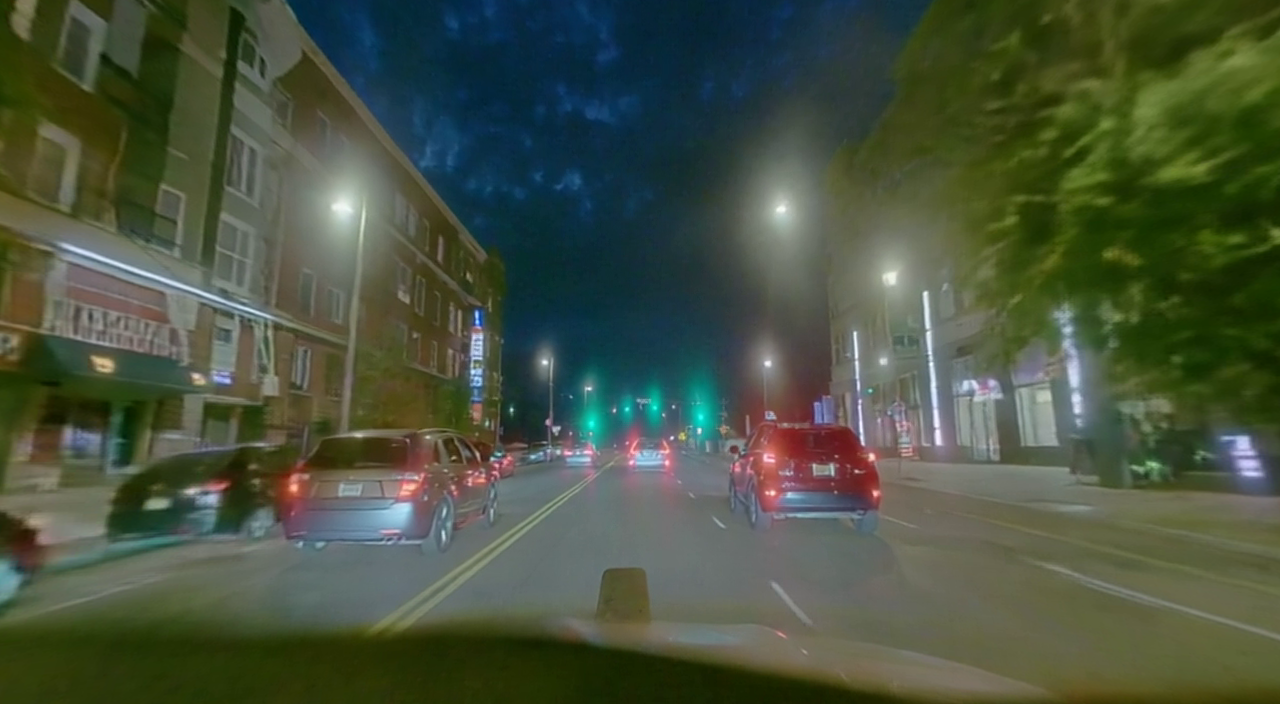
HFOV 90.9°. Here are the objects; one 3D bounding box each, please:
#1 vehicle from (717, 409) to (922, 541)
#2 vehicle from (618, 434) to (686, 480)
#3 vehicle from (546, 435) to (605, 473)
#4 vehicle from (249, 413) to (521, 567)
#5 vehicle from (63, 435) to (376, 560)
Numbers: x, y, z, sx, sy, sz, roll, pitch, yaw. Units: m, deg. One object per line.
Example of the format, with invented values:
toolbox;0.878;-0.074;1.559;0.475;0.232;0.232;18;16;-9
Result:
vehicle;2.618;1.928;10.496;2.094;1.709;4.394;0;-8;0
vehicle;0.373;3.657;22.236;2.139;1.466;4.373;0;-8;0
vehicle;-2.697;4.405;27.447;2.019;1.507;4.643;0;-8;1
vehicle;-3.093;1.760;8.755;2.085;1.619;3.976;0;-8;0
vehicle;-5.891;2.040;9.628;1.797;1.462;4.218;0;-8;1
